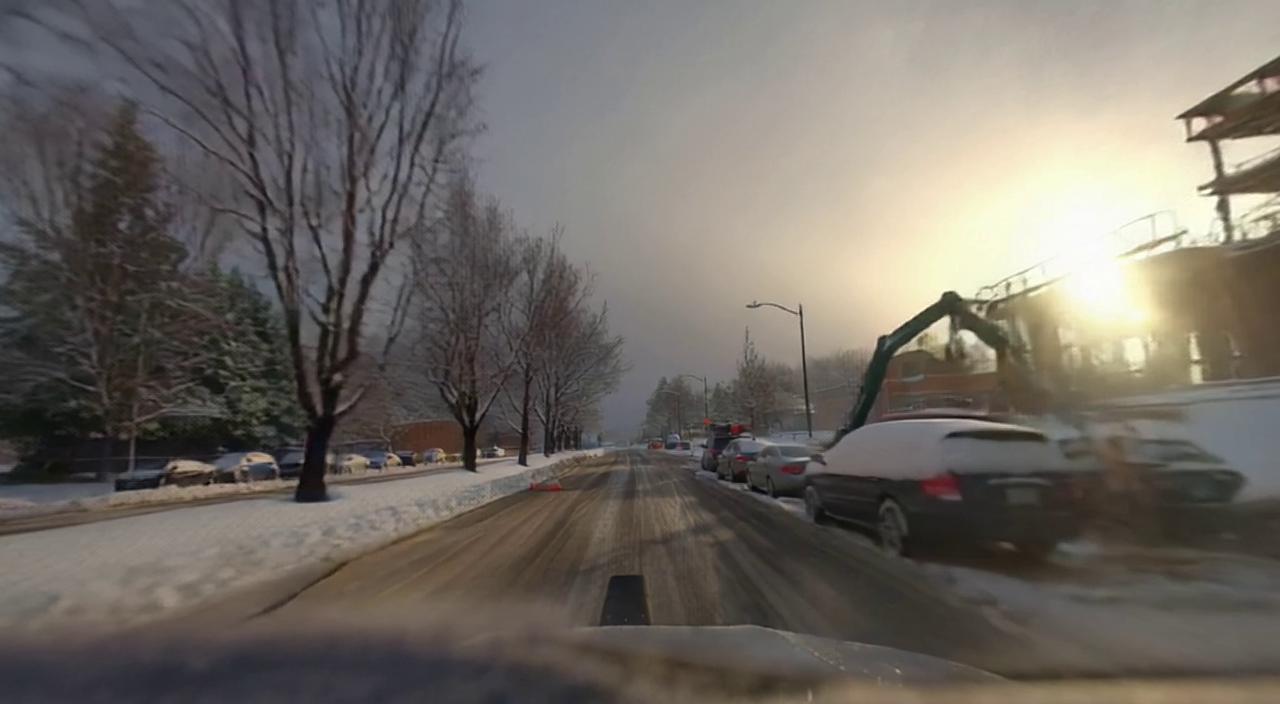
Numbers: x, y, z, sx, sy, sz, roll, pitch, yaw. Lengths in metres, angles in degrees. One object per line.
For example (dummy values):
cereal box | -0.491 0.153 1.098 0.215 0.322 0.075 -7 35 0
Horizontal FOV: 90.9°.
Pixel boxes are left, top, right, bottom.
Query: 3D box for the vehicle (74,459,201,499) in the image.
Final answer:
vehicle | -21.587 5.432 27.347 1.811 1.480 4.425 0 -8 0

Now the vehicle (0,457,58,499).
vehicle | -28.732 5.798 29.320 2.108 1.692 4.514 8 -12 -44

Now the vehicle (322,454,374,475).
vehicle | -21.658 8.324 46.923 1.834 1.441 4.416 0 -8 -2

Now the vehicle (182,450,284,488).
vehicle | -21.547 6.188 33.719 1.986 1.805 5.444 0 -8 -2

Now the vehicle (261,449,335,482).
vehicle | -21.543 7.128 39.973 2.027 1.855 4.908 0 -8 -2

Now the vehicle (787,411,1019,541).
vehicle | 4.319 2.115 11.428 2.050 1.832 4.794 0 -8 -1

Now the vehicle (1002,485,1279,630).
vehicle | 4.906 1.748 5.749 1.973 0.903 2.151 0 -8 3
